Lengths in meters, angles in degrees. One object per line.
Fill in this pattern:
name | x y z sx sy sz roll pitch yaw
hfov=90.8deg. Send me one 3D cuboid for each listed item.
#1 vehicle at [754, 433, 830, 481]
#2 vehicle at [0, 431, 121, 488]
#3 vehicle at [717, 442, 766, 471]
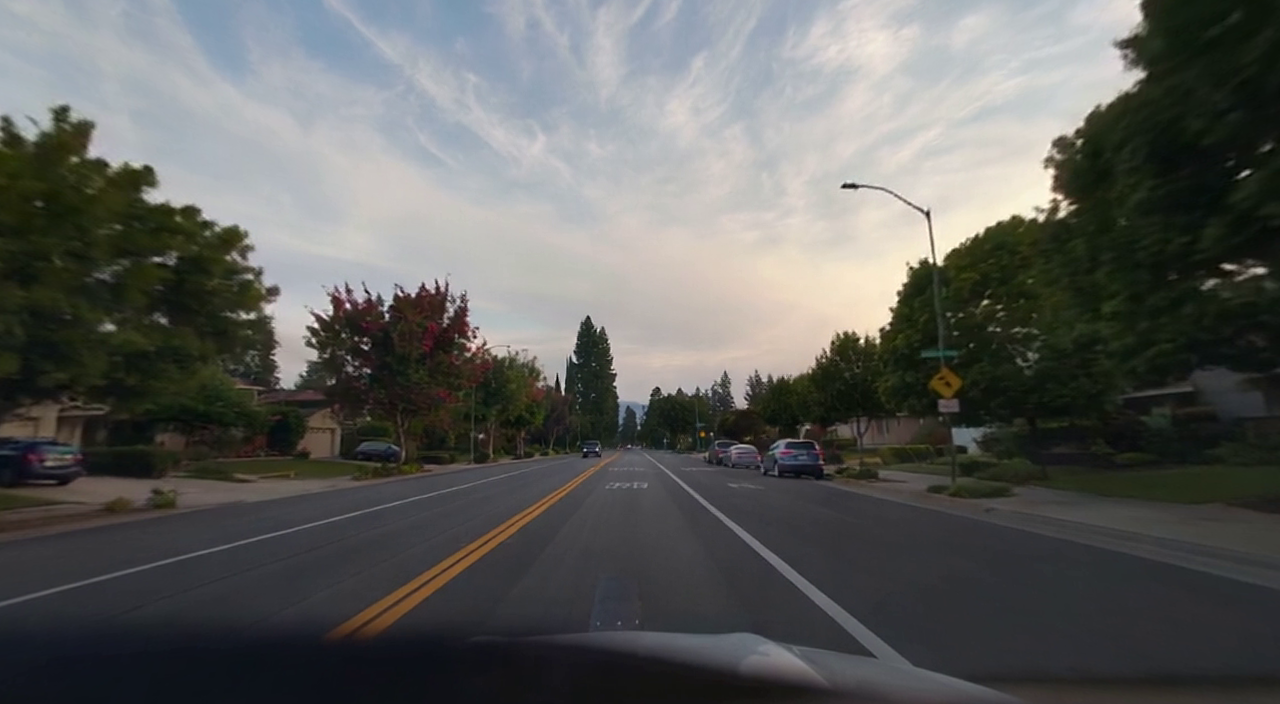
vehicle | 6.500 4.517 27.519 2.099 1.878 4.476 0 -8 -1
vehicle | -19.662 3.364 20.047 4.497 1.674 2.168 -1 -8 4
vehicle | 6.236 6.434 39.256 2.226 1.682 4.461 0 -8 -1
